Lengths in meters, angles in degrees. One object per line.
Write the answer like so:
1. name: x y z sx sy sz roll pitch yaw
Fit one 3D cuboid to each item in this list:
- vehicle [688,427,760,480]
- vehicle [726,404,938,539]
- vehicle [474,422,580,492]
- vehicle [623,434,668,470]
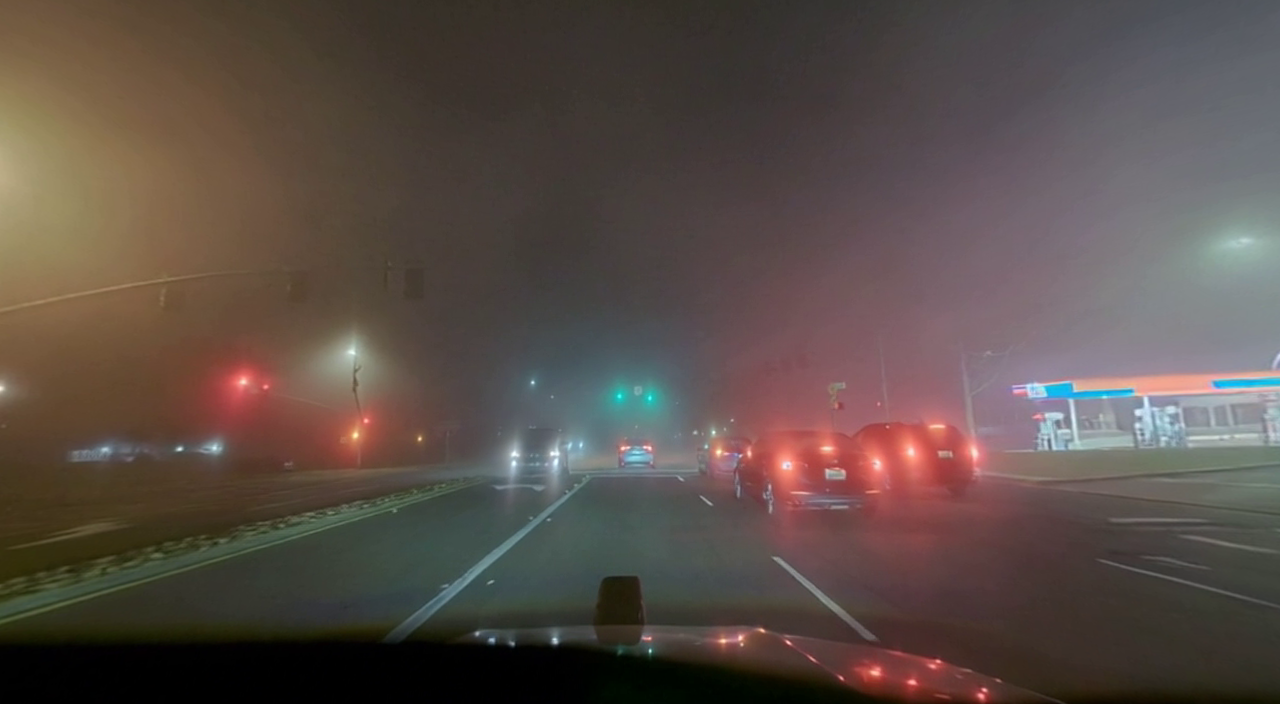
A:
1. vehicle: 3.024 3.790 23.821 1.955 1.797 4.480 0 -8 -2
2. vehicle: 2.912 1.953 10.915 2.140 1.800 4.660 0 -8 0
3. vehicle: -3.184 3.085 18.838 2.261 1.820 4.255 0 -8 2
4. vehicle: 0.196 5.048 31.960 2.131 1.665 3.926 0 -8 -1
